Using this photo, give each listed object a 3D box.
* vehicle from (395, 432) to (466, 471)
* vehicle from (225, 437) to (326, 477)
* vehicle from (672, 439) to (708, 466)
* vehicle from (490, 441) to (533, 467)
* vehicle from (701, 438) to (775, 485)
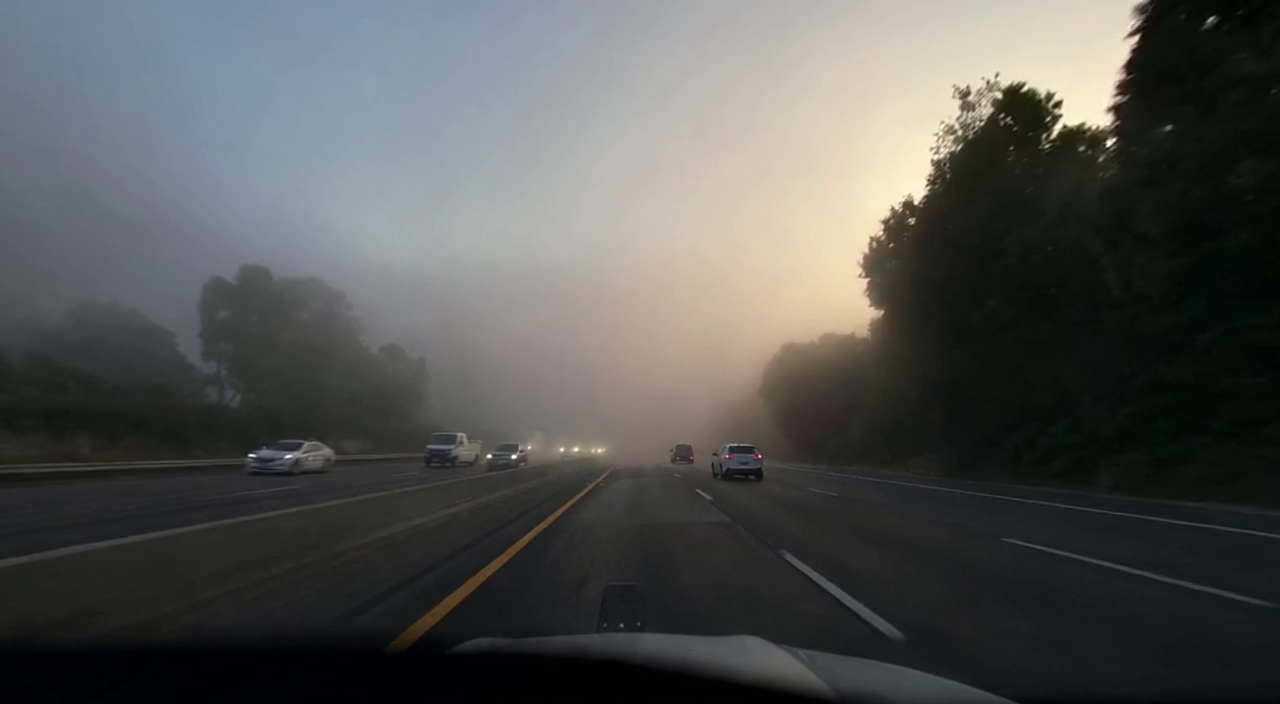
[{"bbox_3d":[-11.645,5.585,35.466,2.234,1.981,5.152,0,-9,0],"label":"vehicle"},{"bbox_3d":[-16.524,4.779,28.891,1.922,1.695,4.498,0,-9,0],"label":"vehicle"},{"bbox_3d":[3.456,7.127,44.794,2.070,1.751,4.576,0,-9,-2],"label":"vehicle"},{"bbox_3d":[-8.107,6.490,40.252,1.891,1.529,4.218,0,-9,0],"label":"vehicle"},{"bbox_3d":[3.593,4.110,23.861,2.023,1.603,4.159,0,-9,-2],"label":"vehicle"}]
